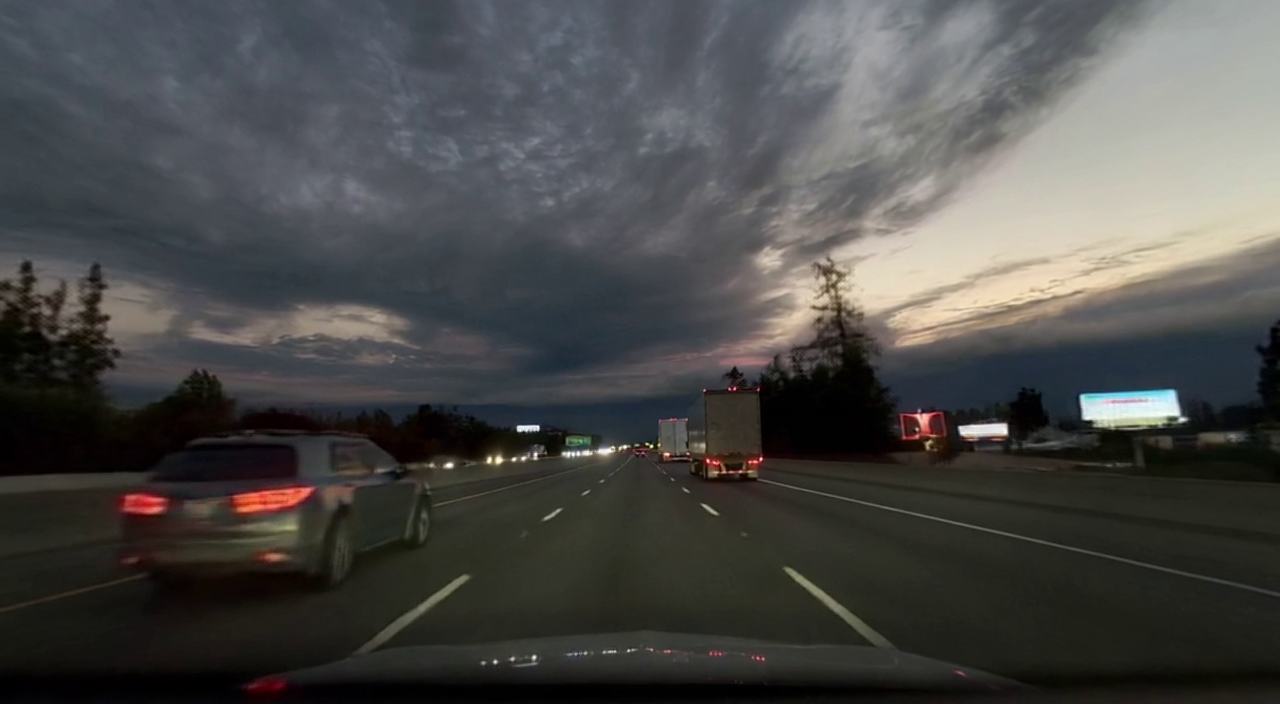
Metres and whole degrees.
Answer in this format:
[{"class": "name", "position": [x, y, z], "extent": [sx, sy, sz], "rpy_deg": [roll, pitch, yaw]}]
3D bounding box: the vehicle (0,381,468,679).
[{"class": "vehicle", "position": [-3.569, 1.438, 6.286], "extent": [2.291, 1.788, 4.825], "rpy_deg": [0, -9, 1]}]

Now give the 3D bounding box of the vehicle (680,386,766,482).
[{"class": "vehicle", "position": [4.096, 4.707, 35.018], "extent": [2.826, 4.269, 14.176], "rpy_deg": [0, -9, 0]}]
